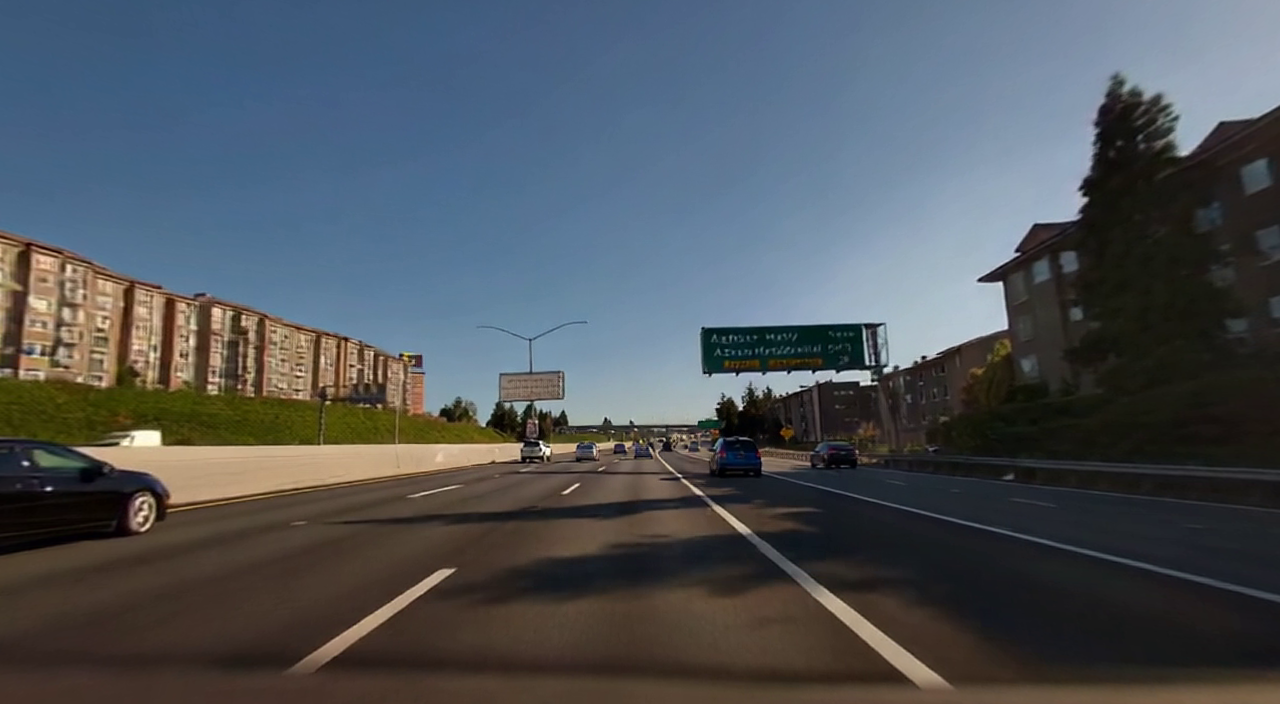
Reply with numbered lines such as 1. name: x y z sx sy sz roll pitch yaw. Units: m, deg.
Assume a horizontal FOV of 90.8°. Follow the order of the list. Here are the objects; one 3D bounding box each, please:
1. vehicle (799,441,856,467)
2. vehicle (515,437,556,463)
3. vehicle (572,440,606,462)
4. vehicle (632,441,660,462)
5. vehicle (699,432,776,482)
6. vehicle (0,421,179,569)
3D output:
1. vehicle: 11.038 6.023 37.535 2.061 1.459 4.273 0 -8 -1
2. vehicle: -7.272 6.867 44.430 2.057 1.733 4.589 0 -8 1
3. vehicle: -3.541 7.043 44.837 2.002 1.466 4.378 0 -8 0
4. vehicle: 0.435 7.303 46.433 1.992 1.431 4.055 0 -8 0
5. vehicle: 3.513 3.879 23.619 2.080 1.694 4.286 0 -8 -1
6. vehicle: -7.518 1.480 6.594 2.021 1.496 4.495 0 -8 0
